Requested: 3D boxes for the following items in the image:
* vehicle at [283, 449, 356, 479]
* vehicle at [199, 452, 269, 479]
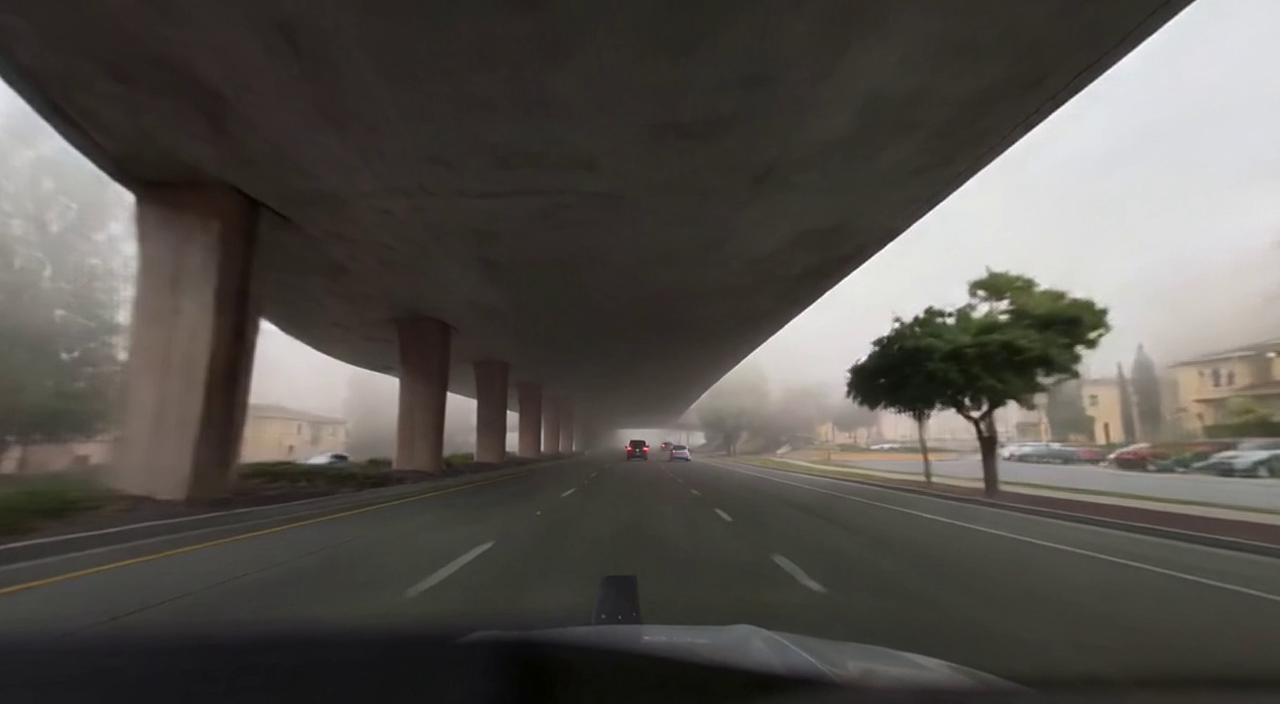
[{"bbox_3d":[-19.173,6.683,37.982,2.053,1.632,4.354,0,-8,0],"label":"vehicle"},{"bbox_3d":[-27.973,7.813,43.731,1.922,1.738,4.748,0,-8,-3],"label":"vehicle"}]
